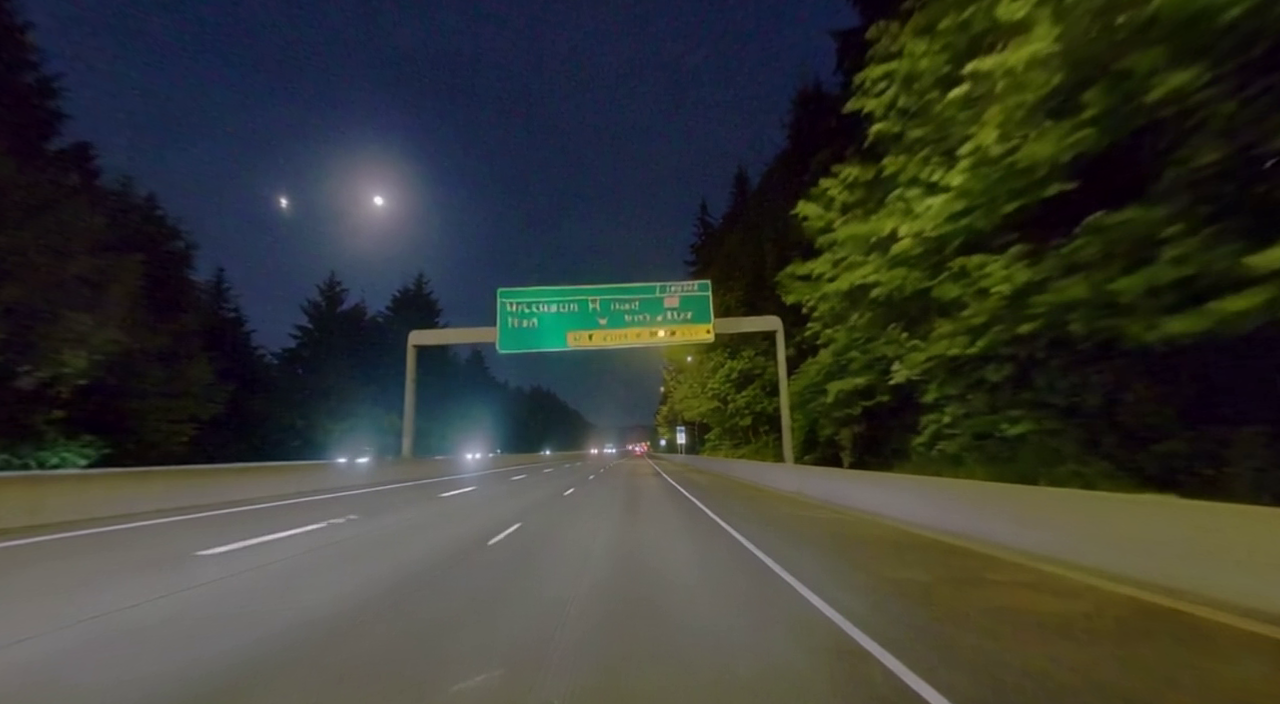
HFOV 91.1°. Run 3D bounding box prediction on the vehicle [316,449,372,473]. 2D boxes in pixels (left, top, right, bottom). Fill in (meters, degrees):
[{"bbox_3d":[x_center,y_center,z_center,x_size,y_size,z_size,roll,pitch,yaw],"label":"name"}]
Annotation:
[{"bbox_3d":[-20.227,7.475,43.193,1.801,1.543,4.283,0,-9,0],"label":"vehicle"}]
